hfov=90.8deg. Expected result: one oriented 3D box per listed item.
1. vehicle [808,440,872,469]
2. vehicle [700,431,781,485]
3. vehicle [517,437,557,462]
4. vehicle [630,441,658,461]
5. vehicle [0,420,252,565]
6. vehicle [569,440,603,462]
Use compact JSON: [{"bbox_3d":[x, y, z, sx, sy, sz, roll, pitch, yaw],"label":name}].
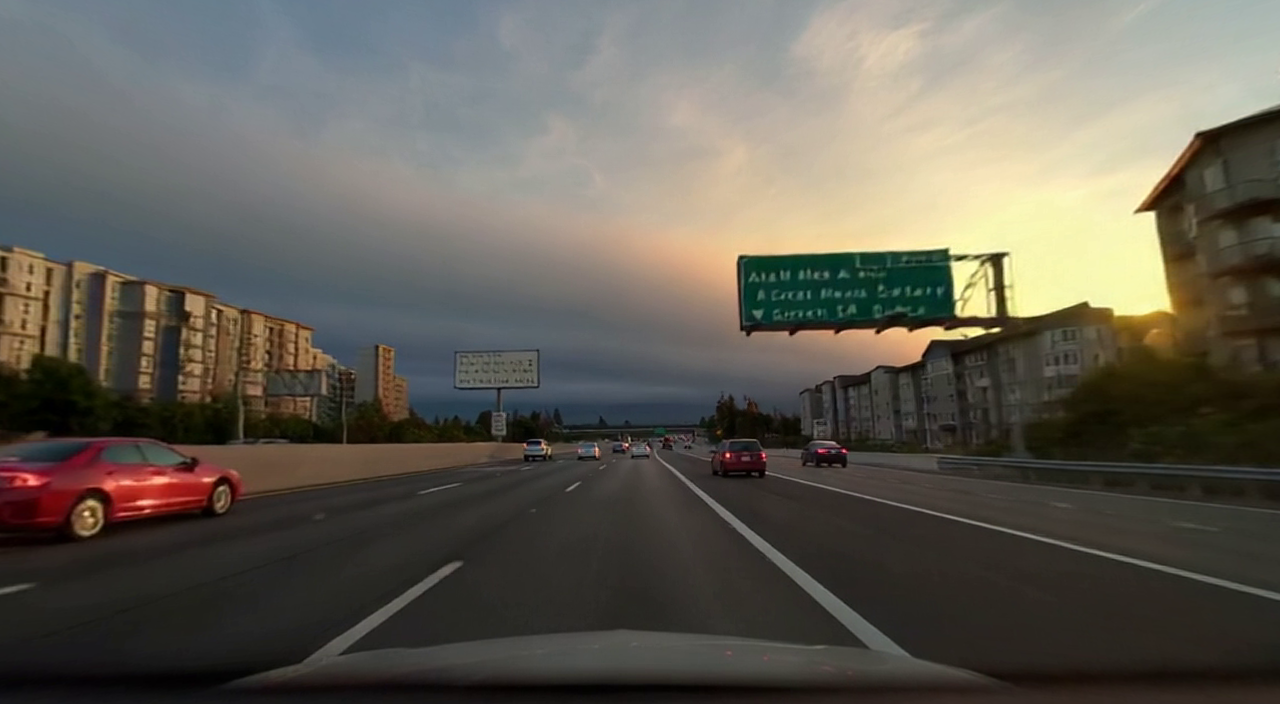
[{"bbox_3d":[10.953,5.648,34.985,2.061,1.459,4.273,0,-9,-1],"label":"vehicle"},{"bbox_3d":[3.412,3.695,22.316,2.080,1.694,4.286,0,-9,-1],"label":"vehicle"},{"bbox_3d":[-7.478,7.121,46.288,2.057,1.733,4.589,0,-9,1],"label":"vehicle"},{"bbox_3d":[0.268,7.406,47.185,1.992,1.431,4.055,0,-9,0],"label":"vehicle"},{"bbox_3d":[-7.666,1.748,8.491,2.021,1.496,4.495,0,-9,0],"label":"vehicle"},{"bbox_3d":[-3.757,7.000,44.588,2.002,1.466,4.378,0,-9,0],"label":"vehicle"}]
